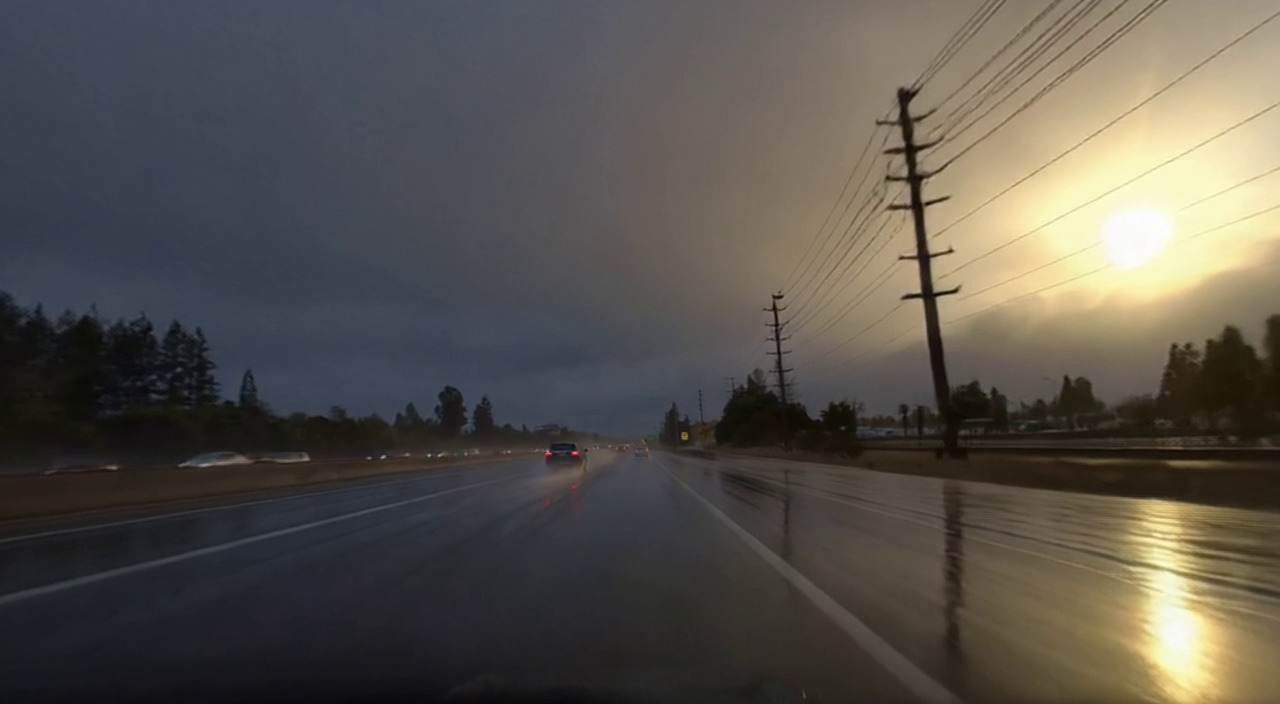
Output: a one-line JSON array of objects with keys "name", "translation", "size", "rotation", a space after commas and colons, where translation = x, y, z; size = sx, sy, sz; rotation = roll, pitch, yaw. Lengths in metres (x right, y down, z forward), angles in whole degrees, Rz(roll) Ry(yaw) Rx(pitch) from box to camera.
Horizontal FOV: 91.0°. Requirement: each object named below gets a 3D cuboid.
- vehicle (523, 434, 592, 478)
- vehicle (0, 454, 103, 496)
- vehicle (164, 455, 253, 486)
[{"name": "vehicle", "translation": [-3.853, 5.029, 30.647], "size": [2.577, 1.939, 5.408], "rotation": [0, -9, 1]}, {"name": "vehicle", "translation": [-28.807, 5.794, 30.065], "size": [2.006, 1.760, 4.774], "rotation": [0, -9, 0]}, {"name": "vehicle", "translation": [-23.695, 6.495, 34.826], "size": [1.858, 1.519, 4.489], "rotation": [0, -9, -2]}]
